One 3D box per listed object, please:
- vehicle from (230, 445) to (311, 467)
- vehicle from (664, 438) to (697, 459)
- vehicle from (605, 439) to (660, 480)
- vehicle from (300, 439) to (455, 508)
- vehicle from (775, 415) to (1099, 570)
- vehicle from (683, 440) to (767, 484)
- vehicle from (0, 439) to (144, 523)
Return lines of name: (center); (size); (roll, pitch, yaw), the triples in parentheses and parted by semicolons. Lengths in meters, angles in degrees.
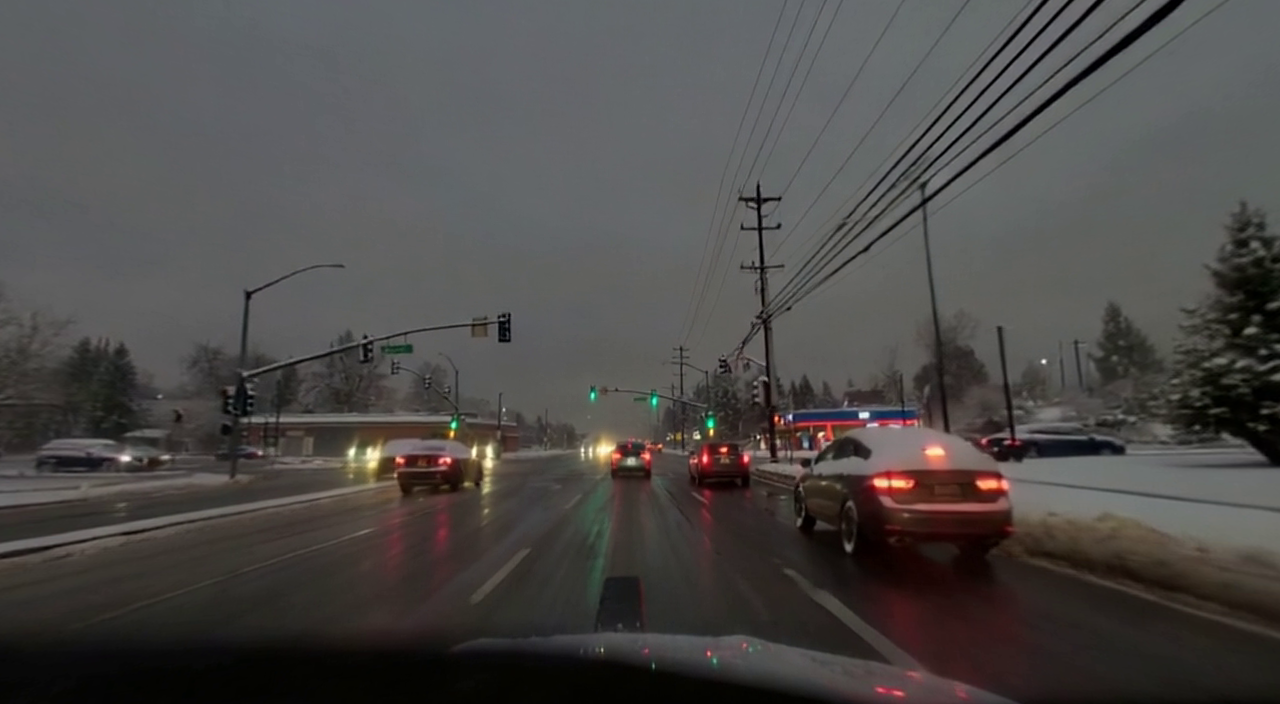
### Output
vehicle: (-27.355, 7.704, 46.868); (4.635, 1.525, 2.111); (0, -8, 0)
vehicle: (2.957, 7.177, 47.122); (1.971, 1.477, 4.121); (0, -8, -2)
vehicle: (-0.329, 4.298, 25.563); (2.065, 1.484, 3.894); (0, -8, -1)
vehicle: (-6.356, 2.958, 15.943); (2.075, 1.470, 4.190); (-1, -8, 1)
vehicle: (3.793, 1.889, 9.341); (2.452, 1.682, 4.565); (0, -8, -2)
vehicle: (2.989, 3.975, 23.236); (2.208, 1.436, 4.542); (0, -8, -3)
vehicle: (-14.363, 2.928, 14.682); (1.937, 1.745, 4.540); (-1, -8, 0)
